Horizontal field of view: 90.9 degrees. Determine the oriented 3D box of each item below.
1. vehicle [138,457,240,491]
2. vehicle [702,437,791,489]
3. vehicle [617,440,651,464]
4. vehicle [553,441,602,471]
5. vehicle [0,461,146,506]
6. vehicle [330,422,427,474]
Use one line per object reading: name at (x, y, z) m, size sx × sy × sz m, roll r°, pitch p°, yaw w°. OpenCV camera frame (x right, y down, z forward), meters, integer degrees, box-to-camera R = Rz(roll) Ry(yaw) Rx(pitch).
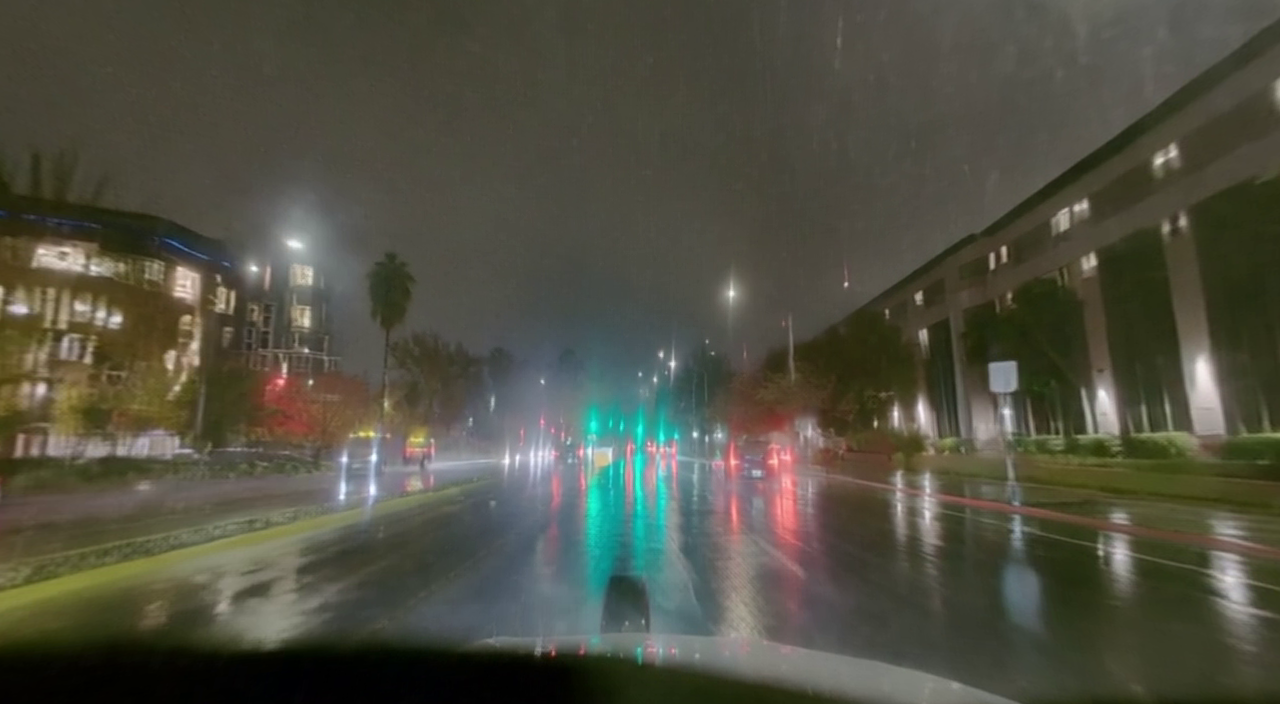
vehicle at (-22.562, 6.099, 31.775) m, size 1.871 × 1.471 × 4.482 m, roll 0°, pitch -8°, yaw 0°
vehicle at (3.314, 3.536, 20.500) m, size 1.990 × 1.486 × 4.431 m, roll 0°, pitch -8°, yaw -2°
vehicle at (-0.376, 6.472, 40.855) m, size 2.101 × 1.480 × 3.929 m, roll 0°, pitch -8°, yaw 0°
vehicle at (-3.182, 5.420, 33.163) m, size 2.082 × 1.467 × 4.379 m, roll 0°, pitch -8°, yaw 1°
vehicle at (-22.622, 5.179, 25.222) m, size 1.801 × 1.467 × 4.723 m, roll 0°, pitch -8°, yaw 0°
vehicle at (-19.001, 7.061, 46.630) m, size 2.995 × 3.396 × 9.534 m, roll 0°, pitch -8°, yaw 0°
